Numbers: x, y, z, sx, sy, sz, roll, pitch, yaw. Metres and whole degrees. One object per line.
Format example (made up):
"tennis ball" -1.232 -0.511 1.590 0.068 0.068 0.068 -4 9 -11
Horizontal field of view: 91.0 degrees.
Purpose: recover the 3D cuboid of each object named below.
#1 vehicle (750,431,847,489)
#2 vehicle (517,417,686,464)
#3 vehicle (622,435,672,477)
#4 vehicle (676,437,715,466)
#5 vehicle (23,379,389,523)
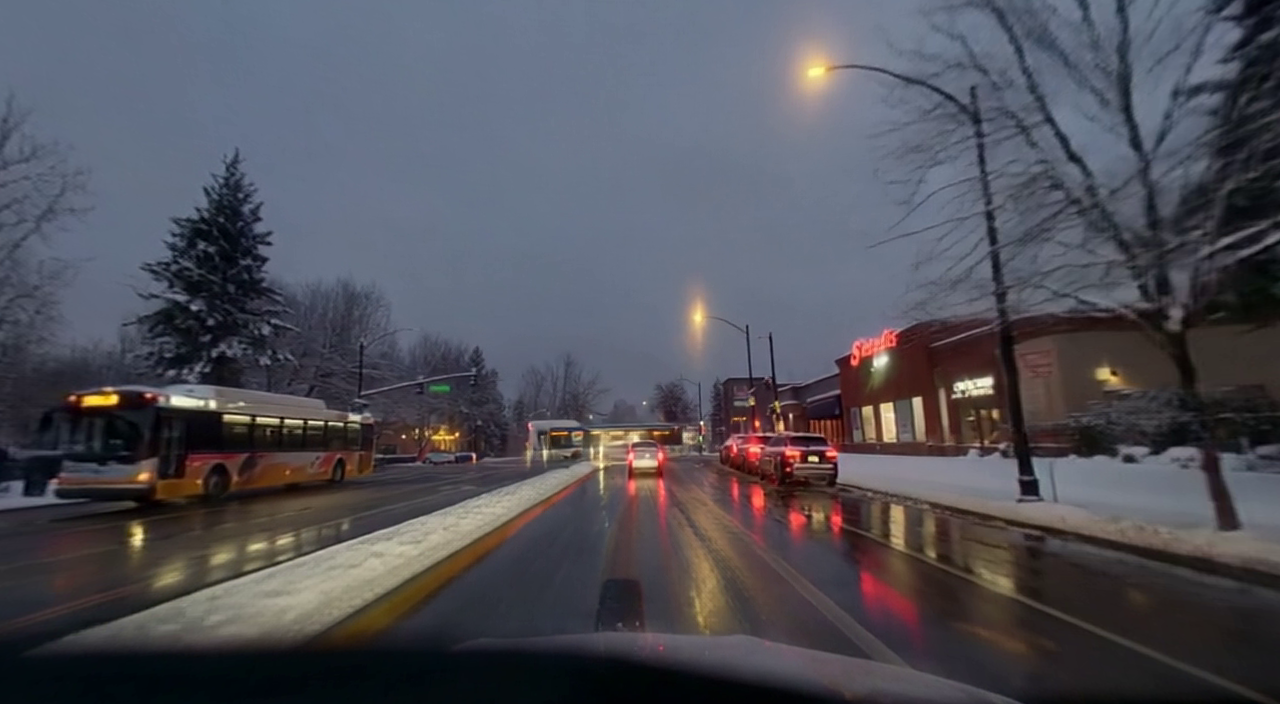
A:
"vehicle" 5.065 3.513 20.763 2.014 1.681 4.332 0 -9 -1
"vehicle" -2.921 7.023 49.950 12.978 3.538 3.117 0 -9 5
"vehicle" 0.240 4.699 28.619 2.089 1.699 4.650 1 -9 -2
"vehicle" 3.350 6.091 38.741 2.222 1.688 3.952 0 -9 3
"vehicle" -12.748 3.267 21.192 3.356 3.365 12.460 0 -9 1
